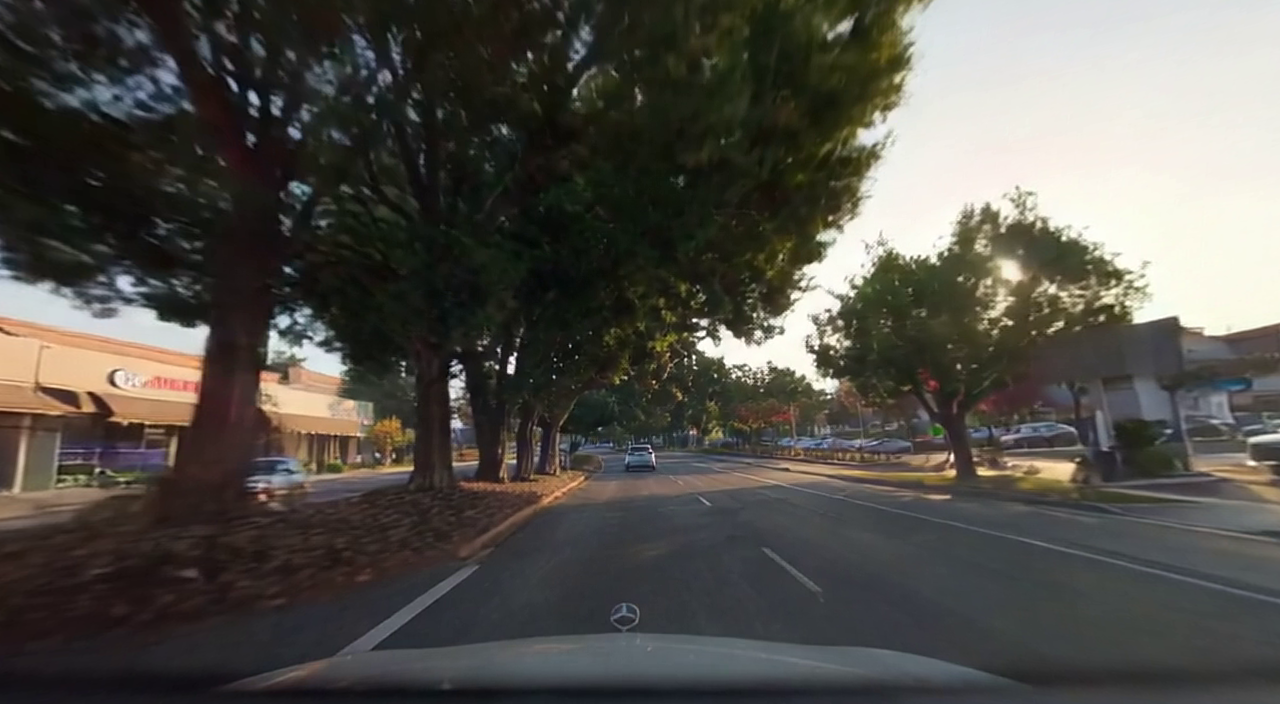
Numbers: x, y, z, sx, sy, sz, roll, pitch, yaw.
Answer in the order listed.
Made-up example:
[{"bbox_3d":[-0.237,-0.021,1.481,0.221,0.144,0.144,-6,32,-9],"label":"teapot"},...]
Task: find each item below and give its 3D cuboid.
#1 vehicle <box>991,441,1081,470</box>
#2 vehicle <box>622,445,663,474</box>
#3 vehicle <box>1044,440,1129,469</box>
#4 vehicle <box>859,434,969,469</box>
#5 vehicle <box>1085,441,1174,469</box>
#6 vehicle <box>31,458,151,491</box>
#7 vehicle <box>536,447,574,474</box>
[{"bbox_3d":[22.804,5.973,36.499,1.955,1.499,4.687,-2,-8,-2],"label":"vehicle"},{"bbox_3d":[0.068,5.653,33.368,1.998,1.452,3.773,0,-8,-2],"label":"vehicle"},{"bbox_3d":[25.776,5.951,36.481,1.883,1.524,4.065,-2,-9,0],"label":"vehicle"},{"bbox_3d":[15.817,5.765,36.399,5.466,1.861,2.135,-6,-10,31],"label":"vehicle"},{"bbox_3d":[28.394,5.992,36.676,1.898,1.536,4.025,0,-9,0],"label":"vehicle"},{"bbox_3d":[-29.208,6.504,33.593,4.367,1.613,2.004,0,-8,-3],"label":"vehicle"},{"bbox_3d":[-4.938,6.383,37.220,2.033,1.486,3.771,1,-9,-5],"label":"vehicle"}]
